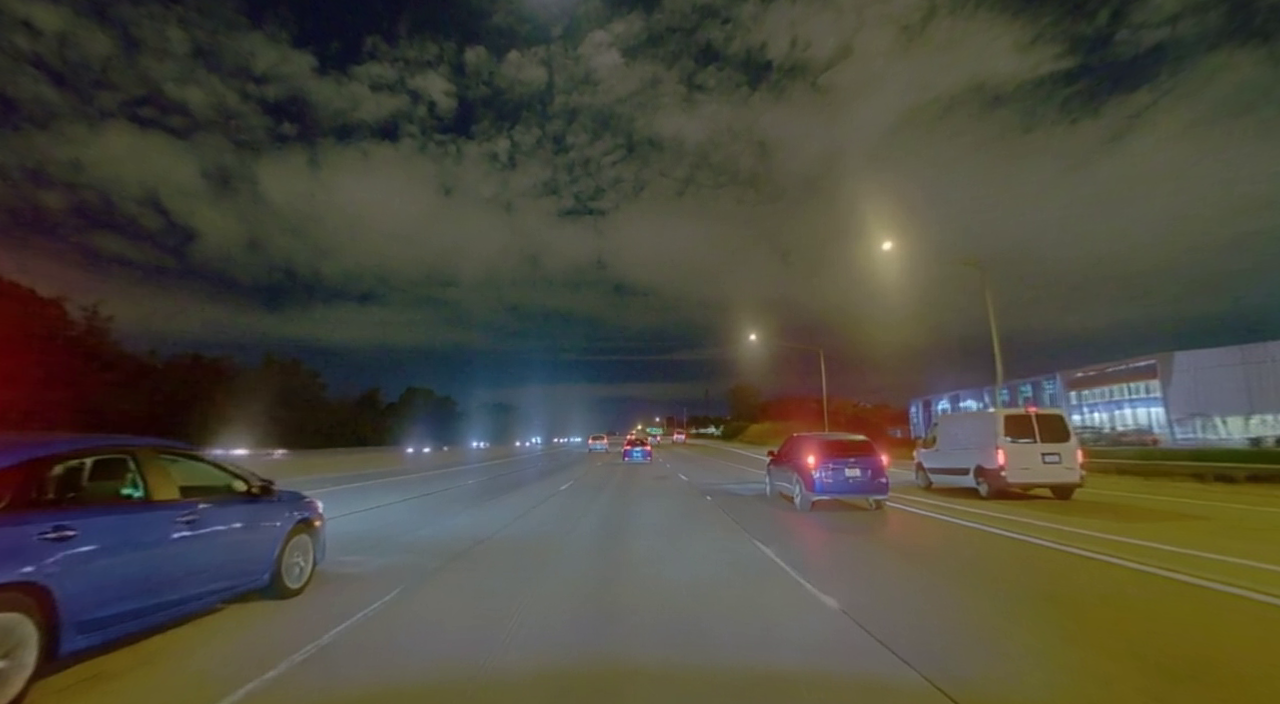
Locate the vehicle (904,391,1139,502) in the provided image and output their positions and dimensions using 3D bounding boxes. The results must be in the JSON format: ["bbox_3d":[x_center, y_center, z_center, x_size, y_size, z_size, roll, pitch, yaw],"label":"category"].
[{"bbox_3d":[9.114,2.358,15.889,2.349,2.280,5.423,0,-8,-2],"label":"vehicle"}]

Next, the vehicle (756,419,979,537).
[{"bbox_3d":[3.443,1.994,10.644,1.995,1.533,4.463,0,-8,-2],"label":"vehicle"}]

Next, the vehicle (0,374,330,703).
[{"bbox_3d":[-3.922,0.987,3.346,2.251,1.575,4.488,0,-8,0],"label":"vehicle"}]

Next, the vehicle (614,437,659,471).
[{"bbox_3d":[-0.205,4.879,30.353,2.019,1.472,3.971,0,-8,-1],"label":"vehicle"}]

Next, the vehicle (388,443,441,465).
[{"bbox_3d":[-16.008,7.239,44.938,1.997,1.490,4.490,-1,-8,1],"label":"vehicle"}]
